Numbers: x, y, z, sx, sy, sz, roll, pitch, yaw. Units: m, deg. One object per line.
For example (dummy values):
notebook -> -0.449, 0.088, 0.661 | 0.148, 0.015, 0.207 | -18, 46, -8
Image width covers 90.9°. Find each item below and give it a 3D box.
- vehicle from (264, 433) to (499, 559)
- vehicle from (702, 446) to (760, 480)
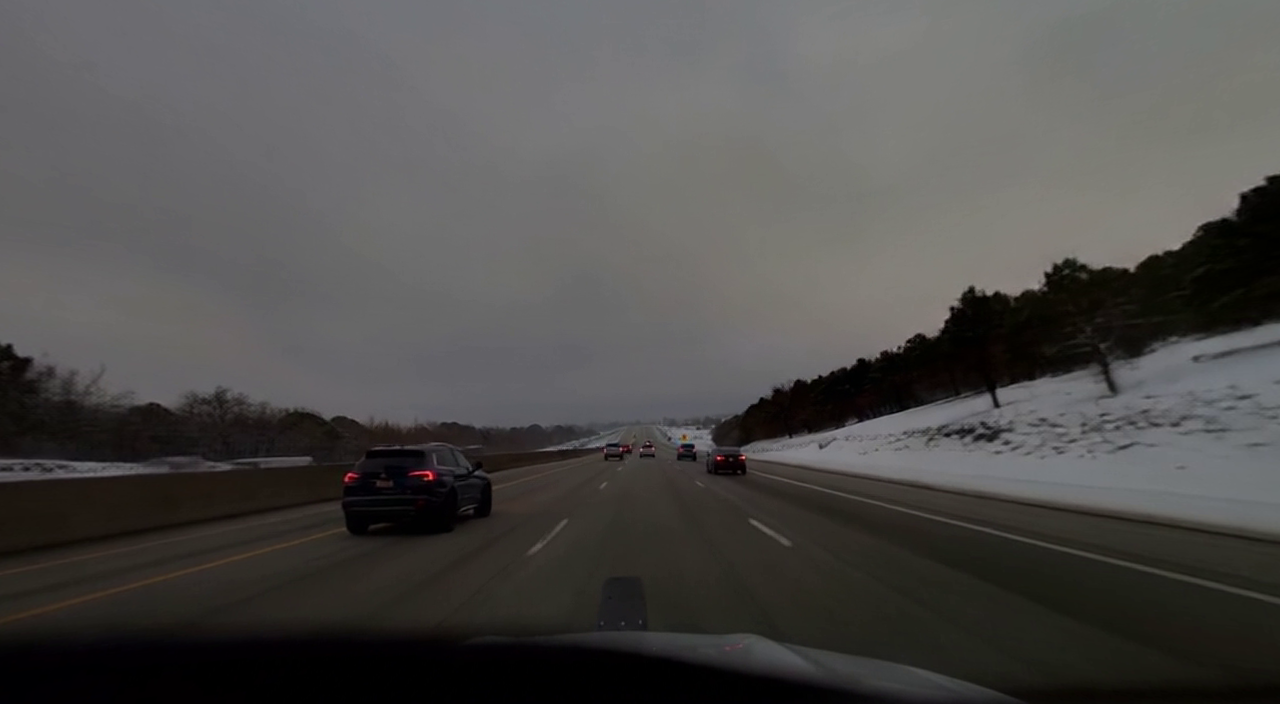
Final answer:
vehicle -> -3.627, 2.061, 9.777 | 1.910, 1.521, 3.930 | 0, -8, 1
vehicle -> 3.965, 4.882, 27.972 | 1.976, 1.352, 3.602 | 0, -8, -1
